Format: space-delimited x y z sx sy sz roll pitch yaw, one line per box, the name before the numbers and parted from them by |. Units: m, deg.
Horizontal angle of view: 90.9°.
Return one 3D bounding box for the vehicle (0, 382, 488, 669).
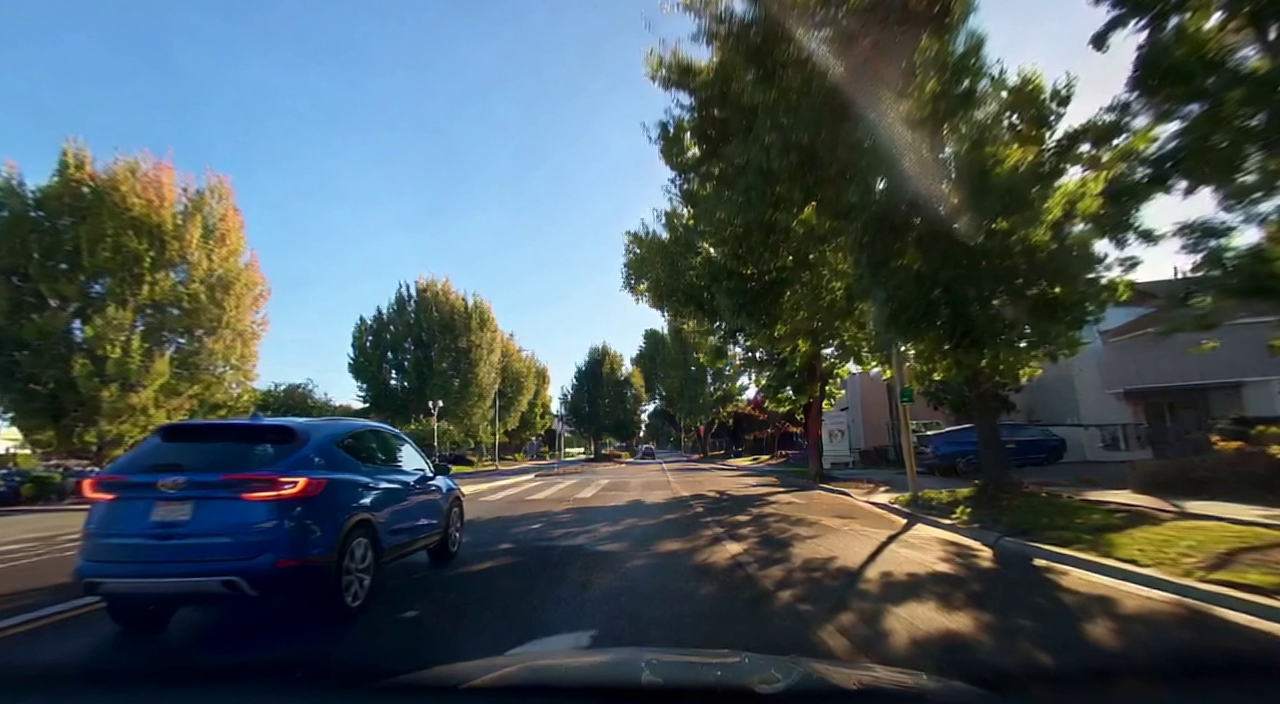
vehicle | -3.257 1.460 6.552 2.251 1.800 4.959 0 -8 -2
